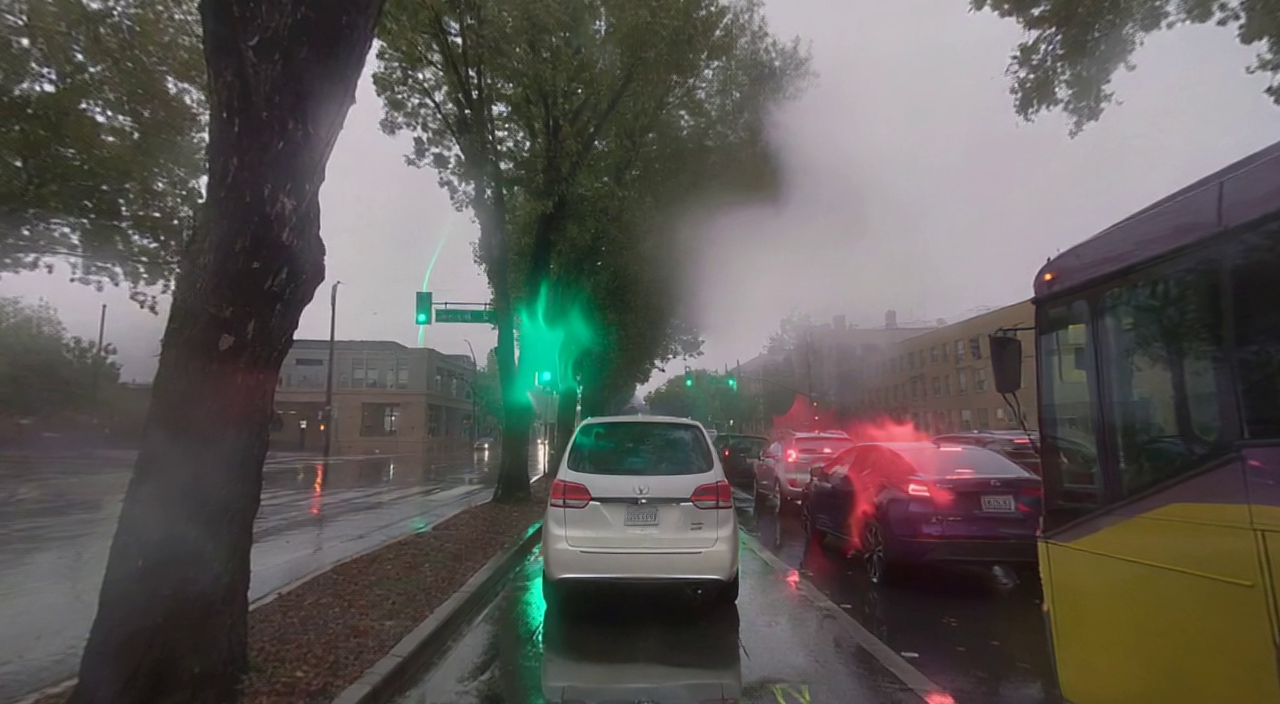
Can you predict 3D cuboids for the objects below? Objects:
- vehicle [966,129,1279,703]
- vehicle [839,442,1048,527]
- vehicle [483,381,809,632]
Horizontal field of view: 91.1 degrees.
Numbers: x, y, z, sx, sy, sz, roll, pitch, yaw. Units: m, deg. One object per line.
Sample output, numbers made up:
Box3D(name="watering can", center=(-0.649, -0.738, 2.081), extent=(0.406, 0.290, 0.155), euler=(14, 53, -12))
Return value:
Box3D(name="vehicle", center=(2.616, 0.317, 0.422), extent=(2.037, 2.065, 5.037), euler=(0, -8, 0))
Box3D(name="vehicle", center=(5.995, 2.639, 13.216), extent=(1.987, 1.457, 4.675), euler=(0, -8, -1))
Box3D(name="vehicle", center=(0.021, 1.475, 7.005), extent=(2.381, 1.842, 4.603), euler=(0, -8, -1))
